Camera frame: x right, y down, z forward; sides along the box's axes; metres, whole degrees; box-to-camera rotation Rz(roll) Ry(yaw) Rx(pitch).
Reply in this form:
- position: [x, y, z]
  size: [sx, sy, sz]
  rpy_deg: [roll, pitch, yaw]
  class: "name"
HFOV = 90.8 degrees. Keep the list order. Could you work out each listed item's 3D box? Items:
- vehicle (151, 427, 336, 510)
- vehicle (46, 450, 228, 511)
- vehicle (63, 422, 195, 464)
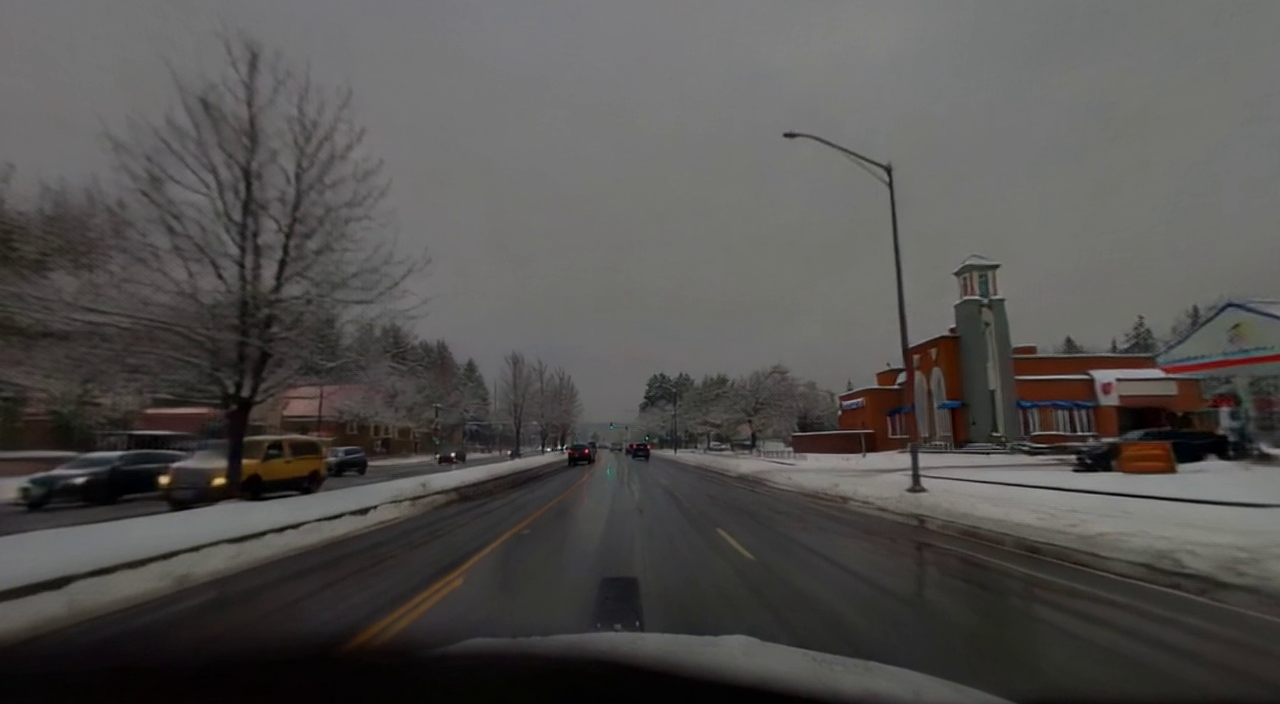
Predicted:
- position: [-11.134, 3.282, 18.356]
  size: [2.229, 1.957, 5.057]
  rpy_deg: [-2, -8, -2]
  class: "vehicle"
- position: [-15.012, 3.808, 19.270]
  size: [2.045, 1.519, 4.401]
  rpy_deg: [-2, -8, -2]
  class: "vehicle"
- position: [-36.544, 6.548, 45.414]
  size: [6.425, 2.891, 3.186]
  rpy_deg: [1, -8, -5]
  class: "vehicle"
